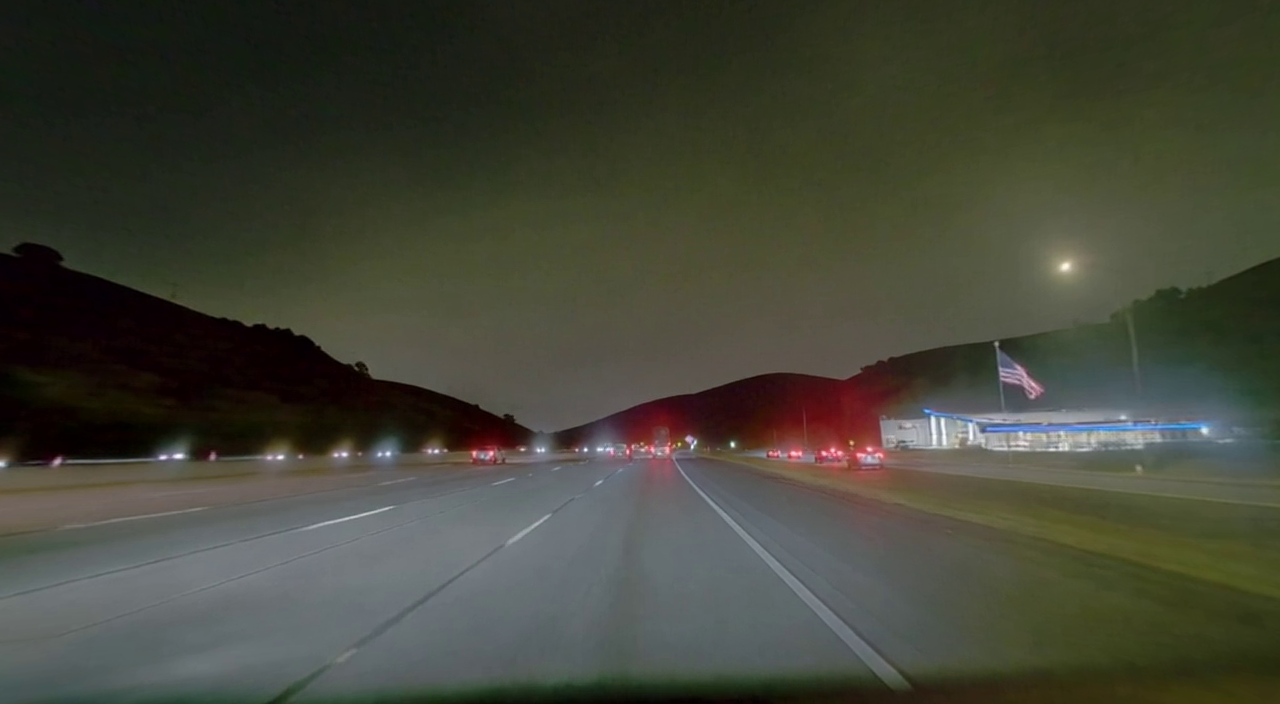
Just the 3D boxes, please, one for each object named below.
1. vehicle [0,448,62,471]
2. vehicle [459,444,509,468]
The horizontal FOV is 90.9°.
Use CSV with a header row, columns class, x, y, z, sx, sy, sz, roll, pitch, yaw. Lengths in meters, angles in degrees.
class,x,y,z,sx,sy,sz,roll,pitch,yaw
vehicle,-45.096,7.770,45.774,1.761,1.520,4.689,-1,-8,1
vehicle,-10.021,6.703,40.831,1.927,1.454,4.395,-1,-8,3
